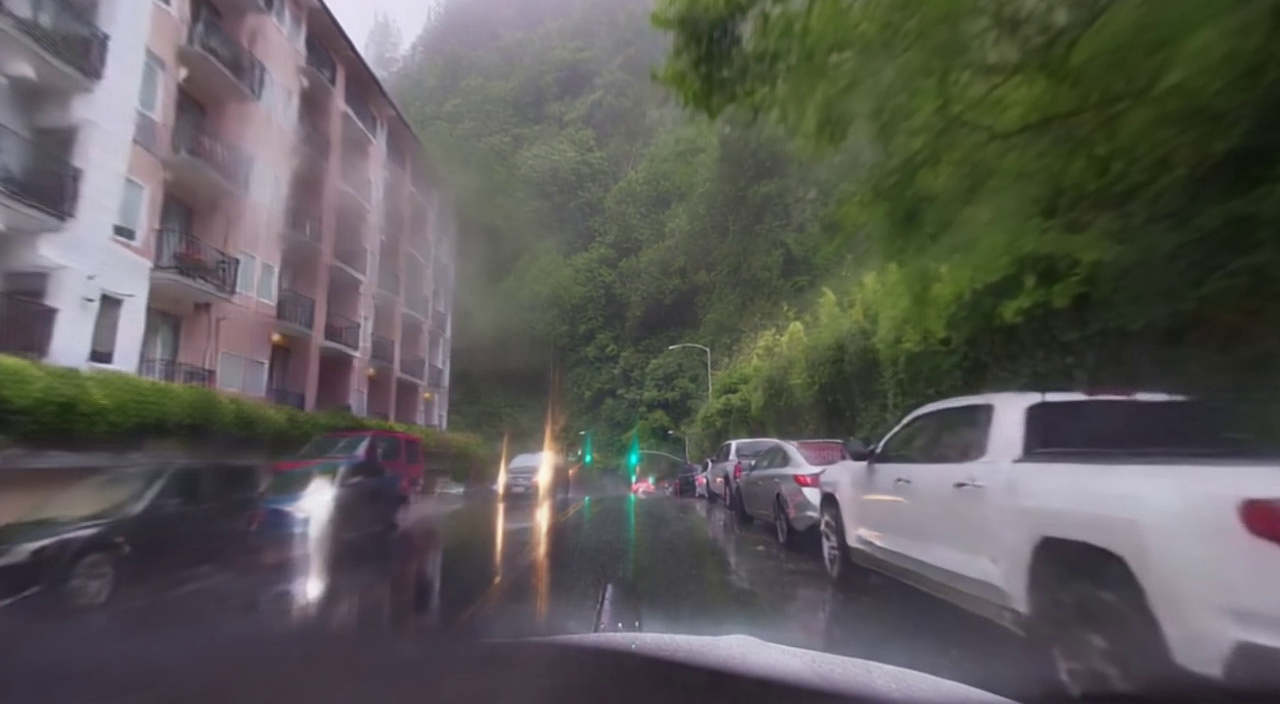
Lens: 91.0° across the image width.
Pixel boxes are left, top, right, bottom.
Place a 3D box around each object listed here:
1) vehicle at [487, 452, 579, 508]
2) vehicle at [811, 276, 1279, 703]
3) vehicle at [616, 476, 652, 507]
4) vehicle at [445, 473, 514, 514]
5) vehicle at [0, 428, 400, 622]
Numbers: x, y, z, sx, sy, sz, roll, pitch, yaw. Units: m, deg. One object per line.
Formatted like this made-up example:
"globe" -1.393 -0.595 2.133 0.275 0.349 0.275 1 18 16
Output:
"vehicle" -3.378 4.311 20.873 2.102 1.621 4.627 0 -13 1
"vehicle" 2.788 1.033 4.003 2.072 1.830 4.744 0 -8 0
"vehicle" -0.422 9.073 41.186 2.201 1.731 3.854 1 -8 -3
"vehicle" -6.705 5.954 26.775 1.772 1.415 4.361 1 -9 0
"vehicle" -5.116 1.689 7.319 1.856 1.474 4.522 -3 -9 18
